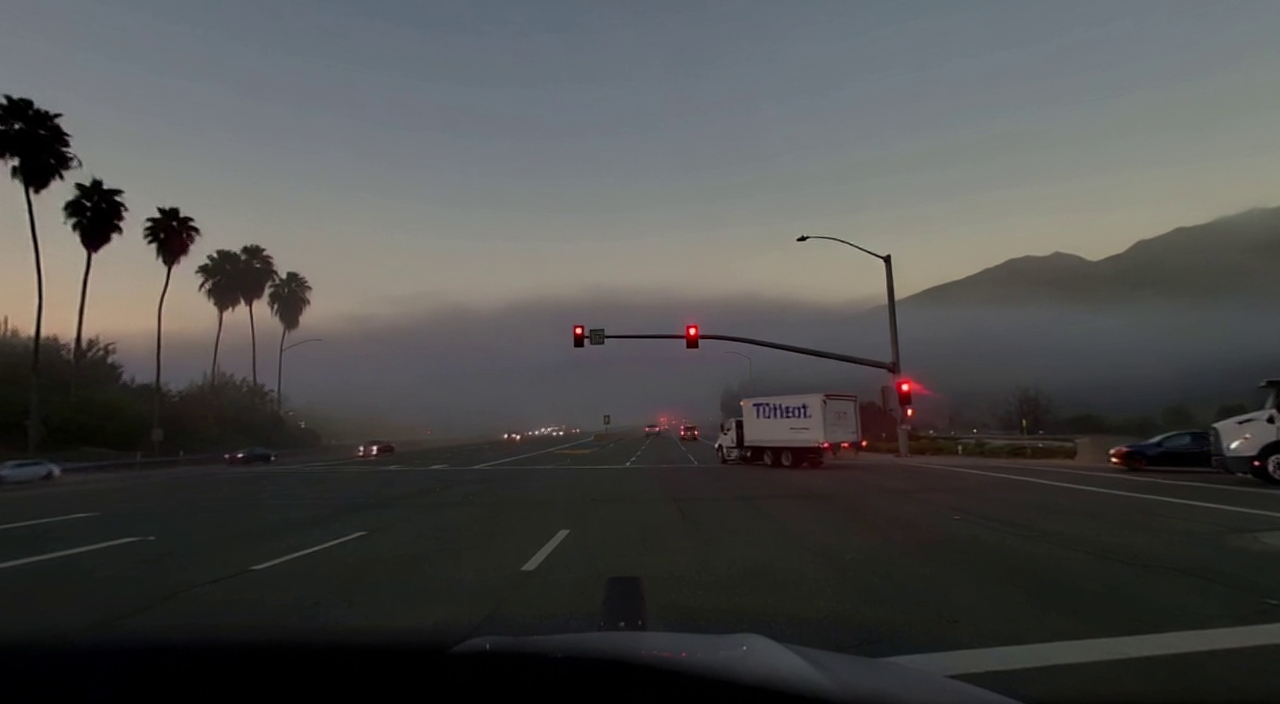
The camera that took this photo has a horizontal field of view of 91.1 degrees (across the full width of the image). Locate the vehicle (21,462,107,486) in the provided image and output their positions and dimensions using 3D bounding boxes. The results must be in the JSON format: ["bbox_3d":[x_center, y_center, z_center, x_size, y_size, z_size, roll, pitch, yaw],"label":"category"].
[{"bbox_3d":[-39.806,8.439,43.520,1.689,1.434,3.999,-2,-9,13],"label":"vehicle"}]

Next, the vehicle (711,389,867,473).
[{"bbox_3d":[6.730,3.802,29.669,3.237,3.414,7.088,5,-10,-27],"label":"vehicle"}]

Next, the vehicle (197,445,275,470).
[{"bbox_3d":[-26.211,6.836,40.926,1.868,1.469,4.746,0,-9,1],"label":"vehicle"}]

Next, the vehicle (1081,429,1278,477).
[{"bbox_3d":[17.841,3.368,21.048,4.508,1.493,1.907,-2,-9,17],"label":"vehicle"}]
